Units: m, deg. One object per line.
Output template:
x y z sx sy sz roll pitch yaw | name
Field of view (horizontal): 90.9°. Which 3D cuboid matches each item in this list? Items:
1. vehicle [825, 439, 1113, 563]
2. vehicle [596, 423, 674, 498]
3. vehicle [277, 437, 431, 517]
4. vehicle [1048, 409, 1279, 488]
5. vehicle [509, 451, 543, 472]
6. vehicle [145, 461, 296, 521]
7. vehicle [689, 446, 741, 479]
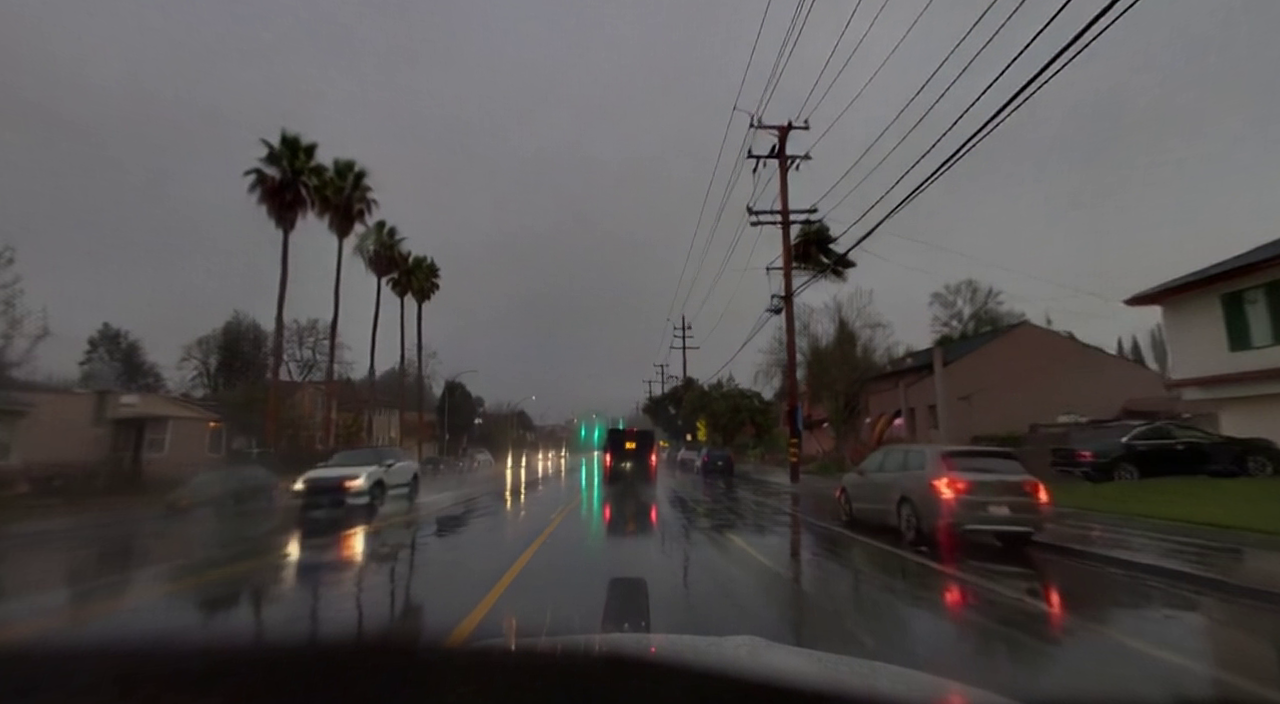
4.624 2.119 9.790 2.022 1.456 4.246 0 -9 -3 | vehicle
-0.293 3.365 19.882 2.168 2.040 4.527 0 -9 -4 | vehicle
-7.035 3.087 16.126 1.993 1.737 4.353 0 -9 -2 | vehicle
13.539 2.424 15.921 4.749 1.699 2.311 -2 -9 0 | vehicle
-8.391 8.106 46.827 1.844 1.453 4.414 0 -9 -2 | vehicle
-13.178 4.349 20.238 2.004 1.441 4.572 -4 -8 -4 | vehicle
3.696 5.564 31.913 1.946 1.530 4.240 0 -9 -3 | vehicle
